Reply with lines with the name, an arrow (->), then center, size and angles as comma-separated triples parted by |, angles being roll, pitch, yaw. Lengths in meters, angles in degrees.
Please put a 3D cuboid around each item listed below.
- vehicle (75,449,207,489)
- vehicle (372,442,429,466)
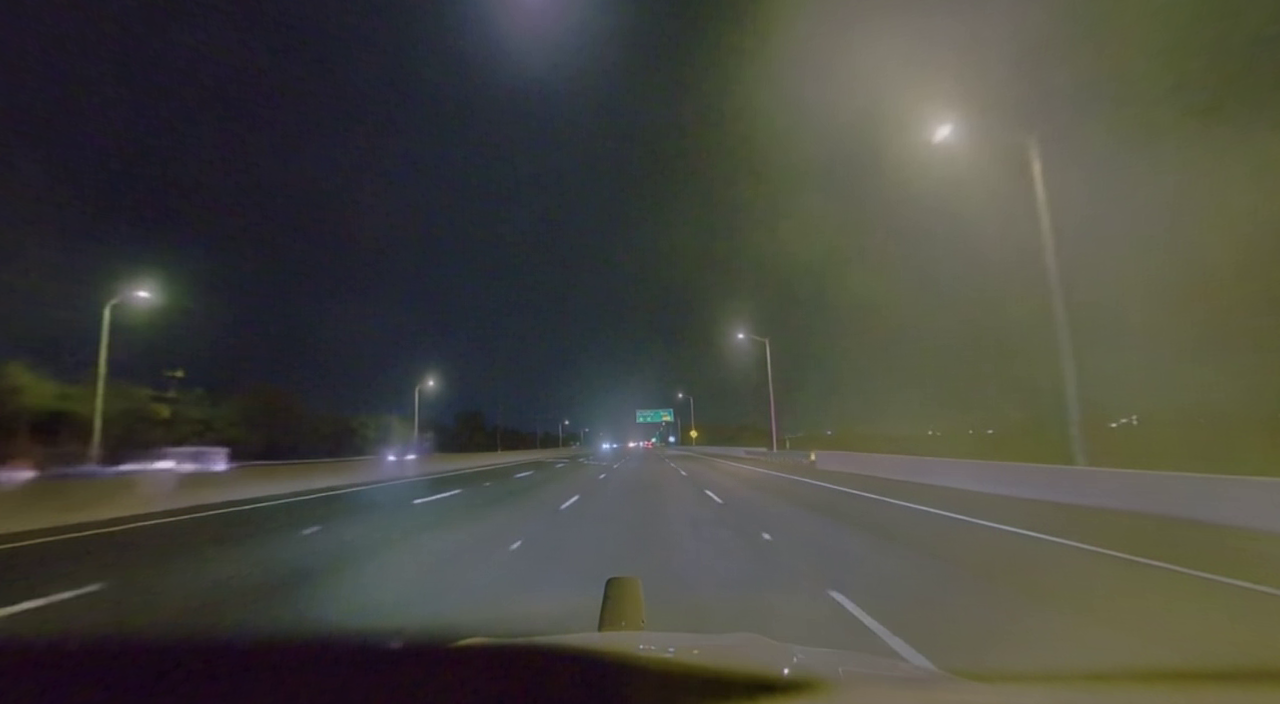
vehicle -> -21.353, 5.007, 27.286 | 1.877, 1.517, 4.667 | 0, -8, 0
vehicle -> -17.515, 7.473, 46.337 | 2.004, 1.600, 5.305 | -1, -8, 1
